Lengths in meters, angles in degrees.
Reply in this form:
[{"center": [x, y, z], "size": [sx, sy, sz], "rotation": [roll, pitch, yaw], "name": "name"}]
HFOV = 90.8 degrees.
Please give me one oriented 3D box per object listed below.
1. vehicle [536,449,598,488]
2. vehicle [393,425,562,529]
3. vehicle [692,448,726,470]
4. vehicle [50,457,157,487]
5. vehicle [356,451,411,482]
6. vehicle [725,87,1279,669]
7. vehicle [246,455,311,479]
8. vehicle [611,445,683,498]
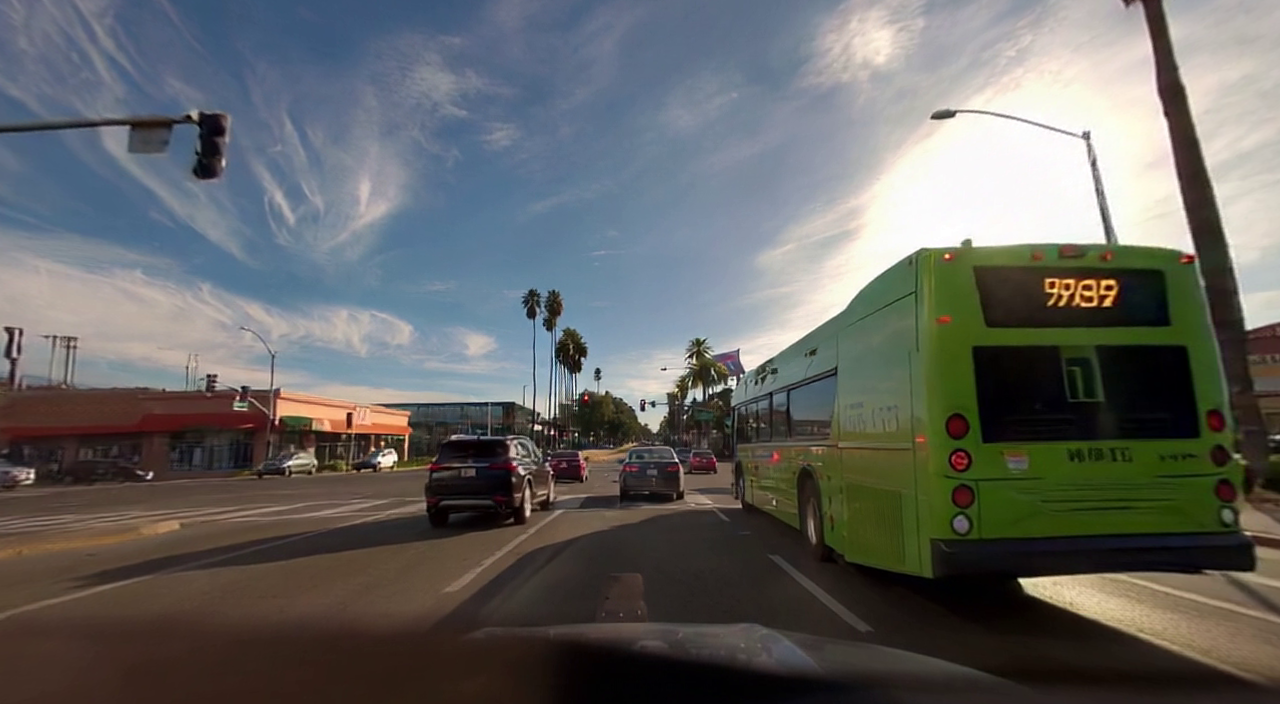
[{"center": [-2.865, 4.688, 25.786], "size": [1.919, 1.415, 4.178], "rotation": [0, -9, 2], "name": "vehicle"}, {"center": [-3.199, 2.594, 13.751], "size": [2.145, 1.824, 4.974], "rotation": [-1, -9, 3], "name": "vehicle"}, {"center": [4.841, 7.598, 44.969], "size": [1.989, 1.467, 4.364], "rotation": [0, -9, 1], "name": "vehicle"}, {"center": [-34.746, 7.773, 41.060], "size": [4.872, 1.622, 2.022], "rotation": [-1, -9, -7], "name": "vehicle"}, {"center": [-15.325, 6.765, 37.602], "size": [2.076, 1.540, 4.577], "rotation": [3, -8, -34], "name": "vehicle"}, {"center": [3.908, 1.055, 11.044], "size": [3.068, 4.026, 13.534], "rotation": [0, -9, 0], "name": "vehicle"}, {"center": [-27.007, 8.527, 47.182], "size": [4.679, 1.679, 1.899], "rotation": [-5, -10, 27], "name": "vehicle"}, {"center": [0.246, 3.726, 20.065], "size": [2.060, 1.499, 3.831], "rotation": [0, -9, 2], "name": "vehicle"}]
